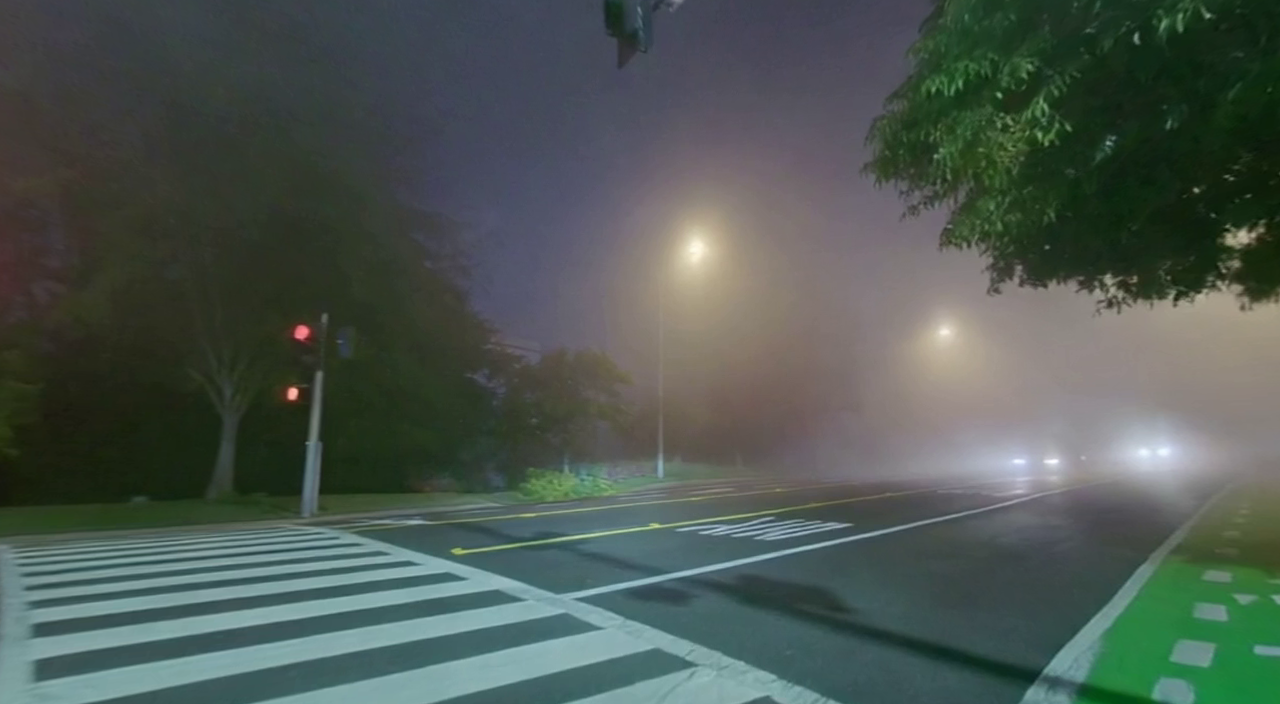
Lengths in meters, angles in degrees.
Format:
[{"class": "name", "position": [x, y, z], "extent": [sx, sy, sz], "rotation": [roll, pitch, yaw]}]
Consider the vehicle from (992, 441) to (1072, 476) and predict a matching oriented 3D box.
[{"class": "vehicle", "position": [18.212, 4.889, 29.252], "extent": [2.071, 1.456, 4.663], "rotation": [-8, -12, 43]}]
